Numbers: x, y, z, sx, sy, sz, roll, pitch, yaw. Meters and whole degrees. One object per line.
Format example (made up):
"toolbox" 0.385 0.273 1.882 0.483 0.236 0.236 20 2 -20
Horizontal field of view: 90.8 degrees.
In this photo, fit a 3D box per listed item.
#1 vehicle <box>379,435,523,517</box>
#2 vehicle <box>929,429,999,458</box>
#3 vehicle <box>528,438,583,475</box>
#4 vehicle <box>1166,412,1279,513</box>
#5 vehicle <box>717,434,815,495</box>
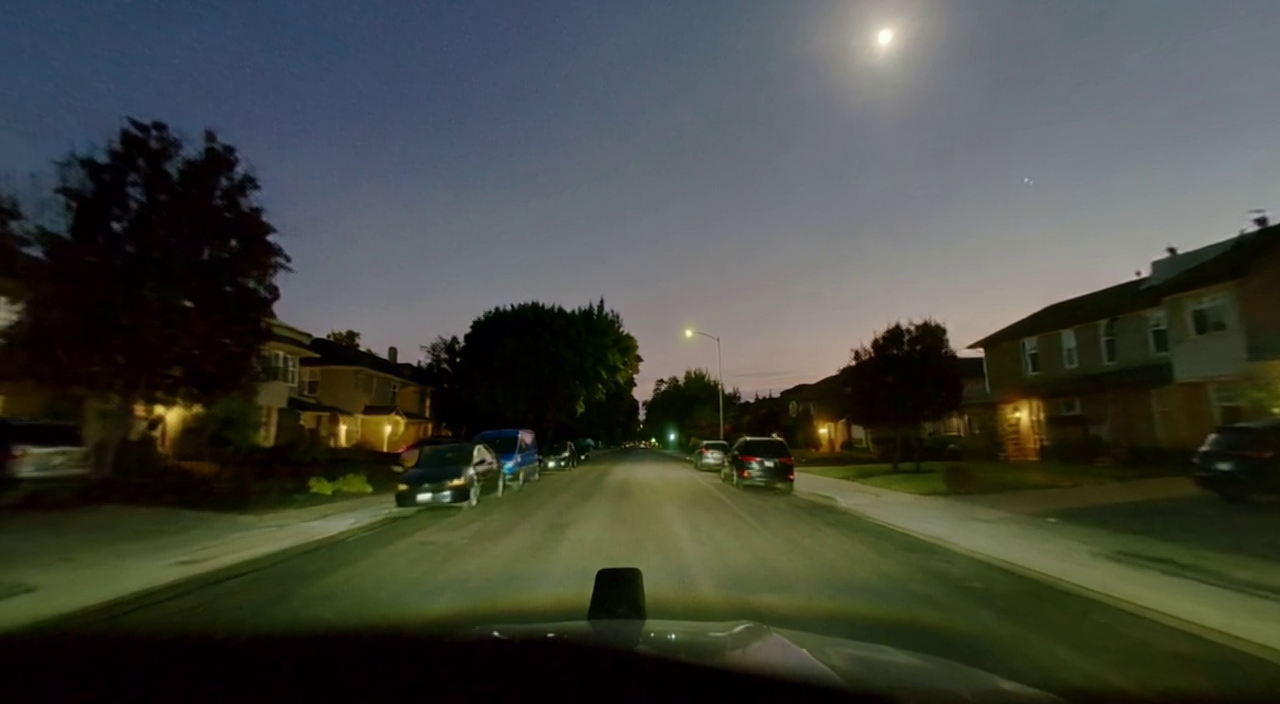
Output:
"vehicle" -4.560 3.002 16.112 2.116 1.659 4.832 -3 -7 1
"vehicle" 19.459 5.535 38.181 2.086 1.658 4.154 0 -8 2
"vehicle" -4.299 5.395 32.820 2.157 1.736 4.104 -1 -9 1
"vehicle" 12.429 1.775 10.791 4.872 1.521 2.229 -2 -6 -1
"vehicle" 4.137 3.808 21.899 2.152 1.810 5.846 0 -8 0
